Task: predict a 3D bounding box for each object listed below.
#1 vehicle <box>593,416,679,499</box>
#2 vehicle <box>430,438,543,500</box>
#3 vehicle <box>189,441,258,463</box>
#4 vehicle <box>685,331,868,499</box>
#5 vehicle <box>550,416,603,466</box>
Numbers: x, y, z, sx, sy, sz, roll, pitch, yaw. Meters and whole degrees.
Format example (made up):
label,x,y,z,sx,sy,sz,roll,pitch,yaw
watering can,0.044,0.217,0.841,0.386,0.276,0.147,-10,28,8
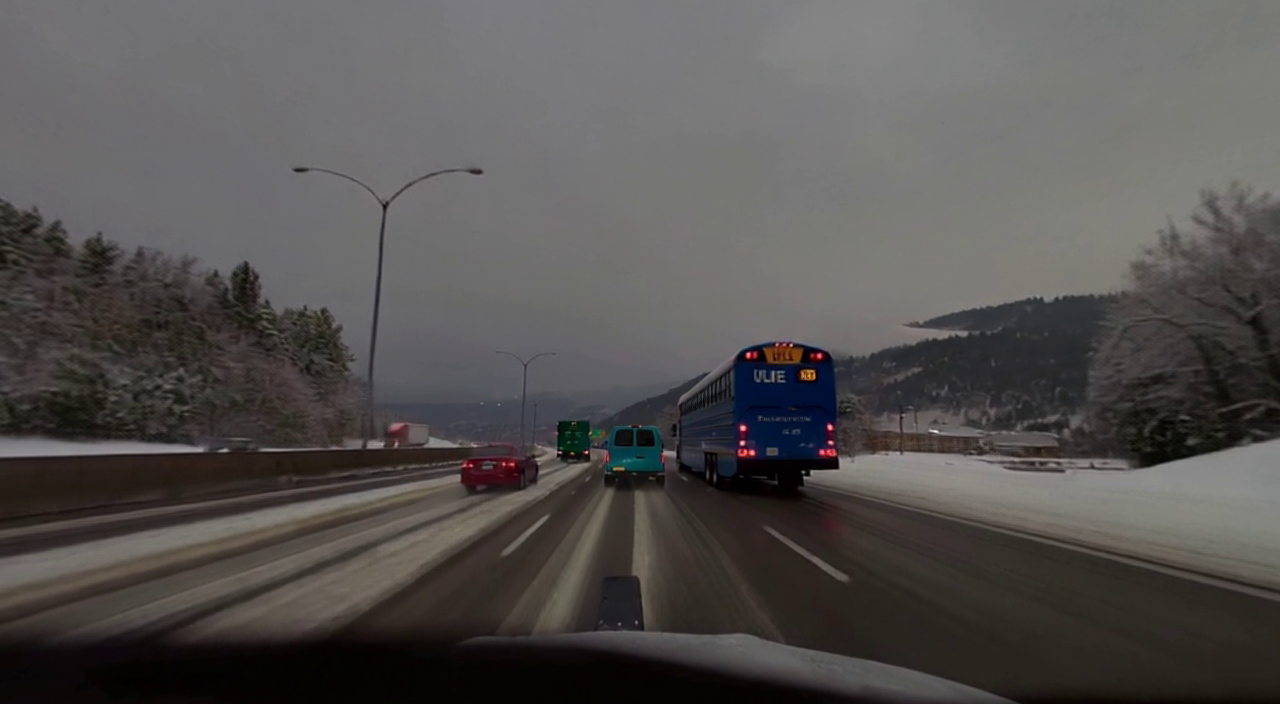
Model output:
label,x,y,z,sx,sy,sz,roll,pitch,yaw
vehicle,-0.195,2.831,17.229,2.037,1.929,4.343,0,-8,-3
vehicle,-4.006,3.112,17.277,2.039,1.453,4.197,0,-8,0
vehicle,-28.948,6.964,44.043,1.806,1.435,4.578,0,-8,-2
vehicle,3.797,2.455,22.049,3.006,4.101,13.245,0,-8,-2
vehicle,-4.192,6.093,43.116,2.947,3.009,7.991,0,-8,-1
